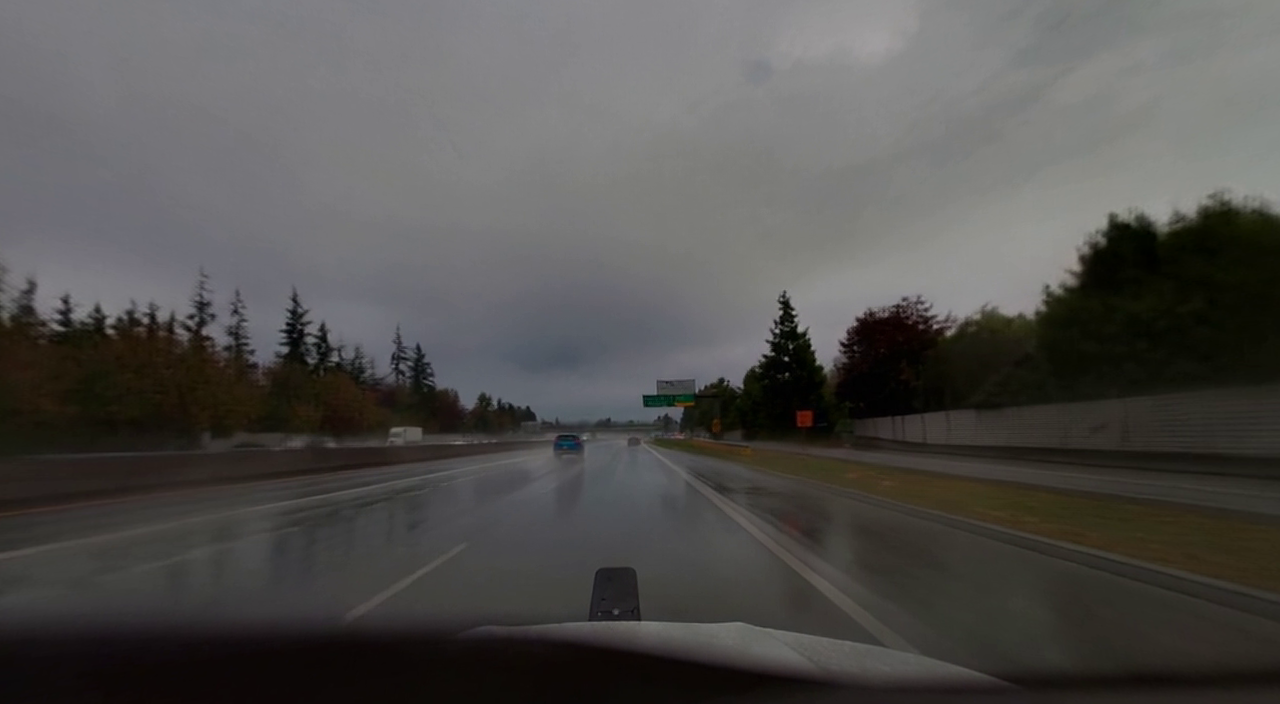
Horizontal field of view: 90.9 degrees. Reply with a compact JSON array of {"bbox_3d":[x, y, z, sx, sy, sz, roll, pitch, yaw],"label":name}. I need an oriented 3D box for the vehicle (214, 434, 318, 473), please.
[{"bbox_3d":[-17.570,4.751,29.927,2.045,1.651,4.760,0,-8,0],"label":"vehicle"}]

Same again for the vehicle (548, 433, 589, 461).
[{"bbox_3d":[-4.473,5.999,40.011,2.129,1.641,4.263,0,-8,0],"label":"vehicle"}]
